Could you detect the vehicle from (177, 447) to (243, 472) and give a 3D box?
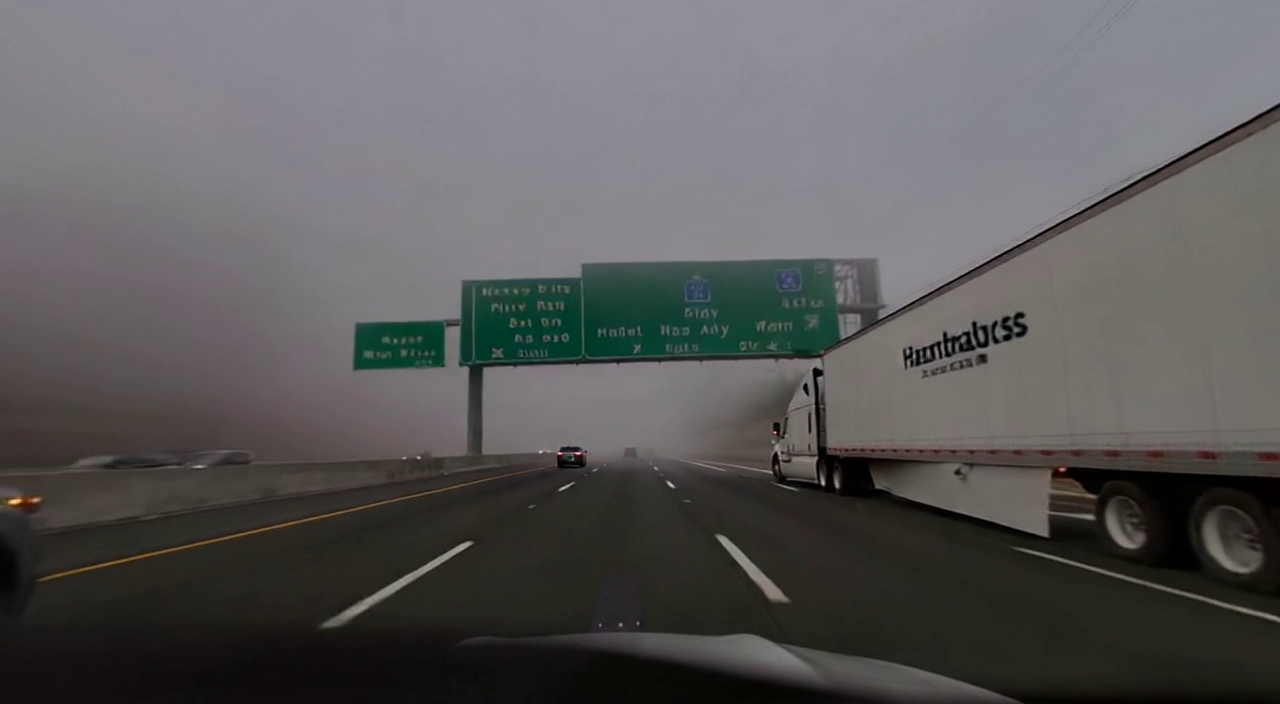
[{"bbox_3d":[-25.656,6.418,37.843,1.550,1.378,3.425,0,-9,-1],"label":"vehicle"}]

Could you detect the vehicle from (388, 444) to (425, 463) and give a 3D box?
[{"bbox_3d":[-18.020,7.847,48.949,1.554,1.383,3.328,0,-9,0],"label":"vehicle"}]

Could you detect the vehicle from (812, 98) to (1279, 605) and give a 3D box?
[{"bbox_3d":[6.745,0.838,10.845,2.919,4.195,15.833,0,-9,-1],"label":"vehicle"}]

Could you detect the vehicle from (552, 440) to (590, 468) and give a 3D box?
[{"bbox_3d":[-4.387,6.561,40.733,2.027,1.651,4.099,0,-9,0],"label":"vehicle"}]

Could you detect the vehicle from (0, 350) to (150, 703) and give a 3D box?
[{"bbox_3d":[-3.973,0.586,1.359,2.084,1.634,4.693,0,-9,-1],"label":"vehicle"}]
